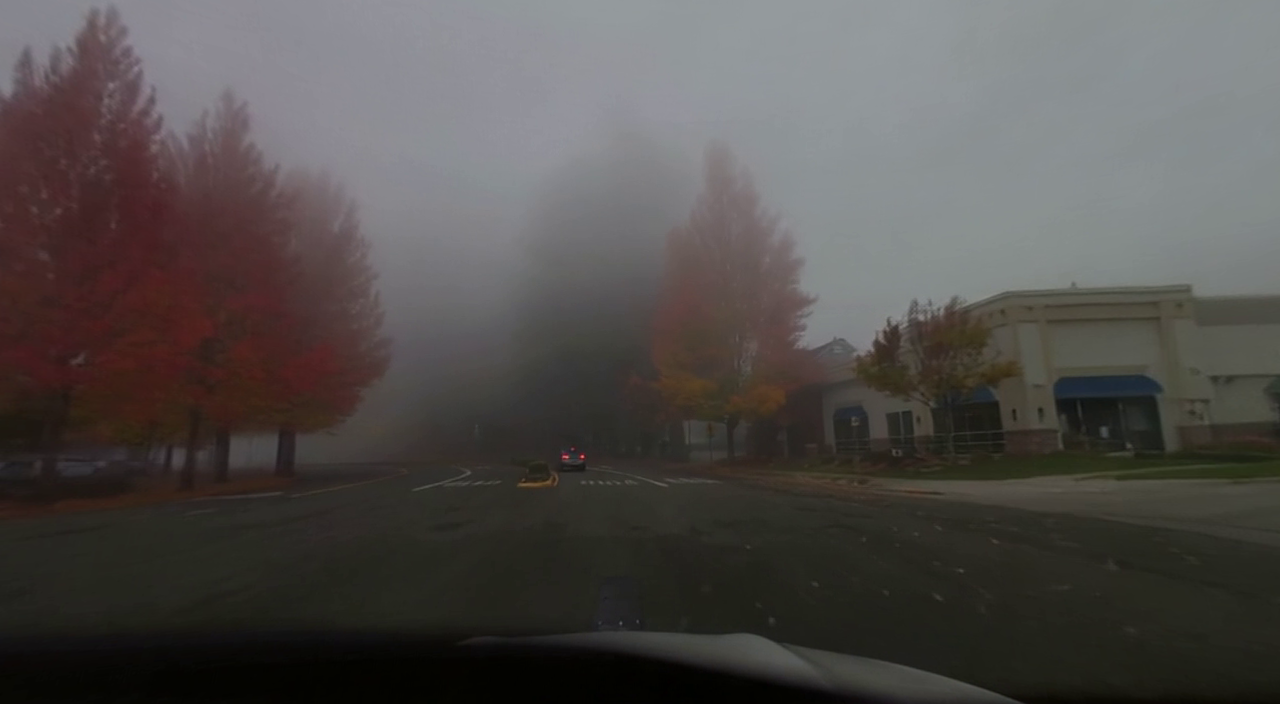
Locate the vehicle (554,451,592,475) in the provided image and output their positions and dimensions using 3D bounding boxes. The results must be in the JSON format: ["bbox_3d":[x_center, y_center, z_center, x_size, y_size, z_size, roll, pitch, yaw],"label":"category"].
[{"bbox_3d":[-4.646,7.558,43.225,2.018,1.512,4.304,2,-9,-14],"label":"vehicle"}]

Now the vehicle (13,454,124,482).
[{"bbox_3d":[-36.771,7.457,40.668,4.807,1.665,2.045,2,-9,-10],"label":"vehicle"}]
